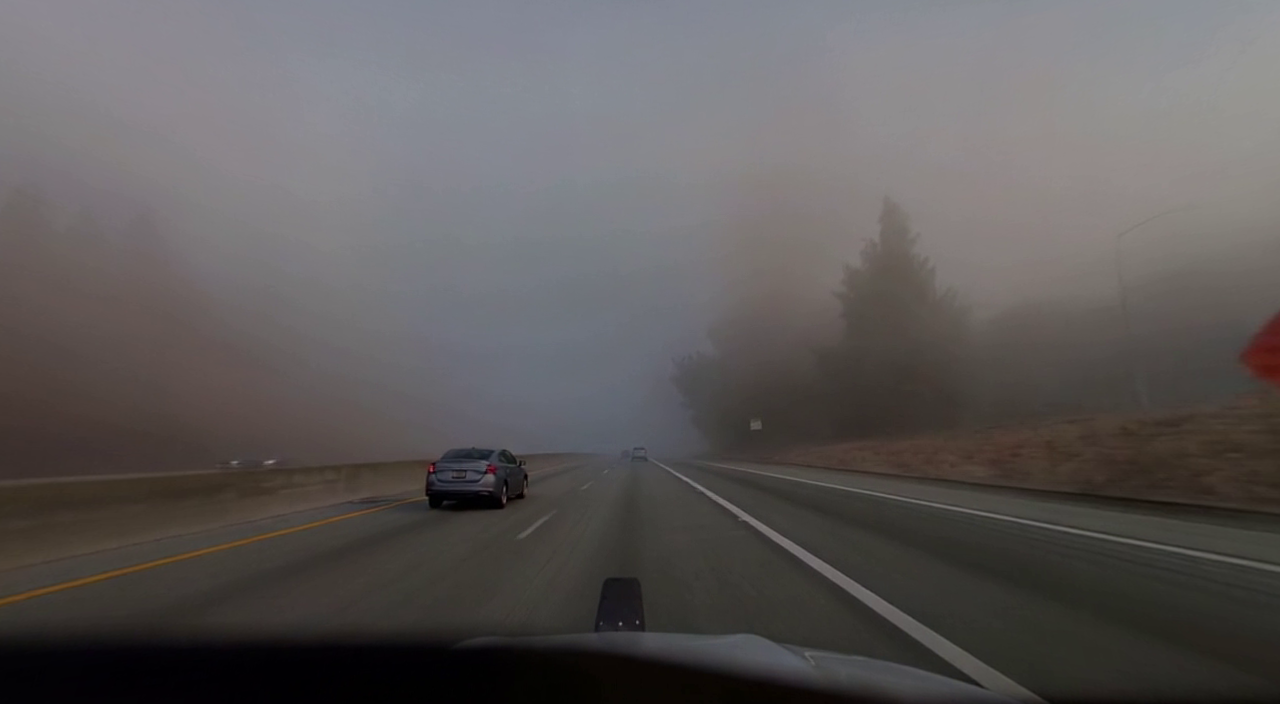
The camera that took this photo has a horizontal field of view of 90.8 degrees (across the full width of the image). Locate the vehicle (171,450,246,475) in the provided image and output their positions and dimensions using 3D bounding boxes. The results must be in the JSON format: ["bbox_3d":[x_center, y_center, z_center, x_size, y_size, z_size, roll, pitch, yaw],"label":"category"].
[{"bbox_3d":[-32.550,8.312,47.831,1.999,1.728,5.171,0,-9,0],"label":"vehicle"}]

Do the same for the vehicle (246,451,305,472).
[{"bbox_3d":[-28.064,8.432,48.789,1.799,1.513,4.499,0,-9,1],"label":"vehicle"}]

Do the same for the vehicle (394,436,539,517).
[{"bbox_3d":[-3.682,2.727,14.361,2.050,1.547,4.266,0,-9,0],"label":"vehicle"}]
